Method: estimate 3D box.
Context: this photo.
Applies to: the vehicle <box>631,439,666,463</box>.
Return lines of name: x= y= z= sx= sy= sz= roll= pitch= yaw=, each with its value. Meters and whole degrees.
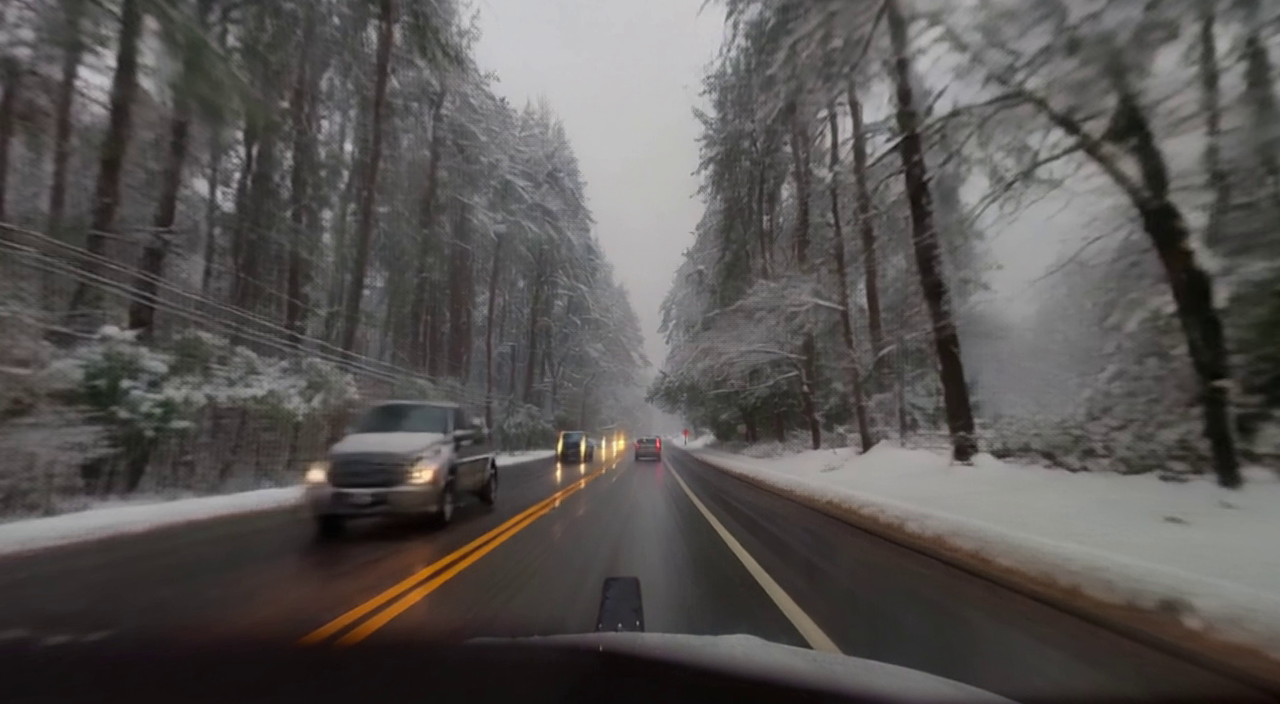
vehicle: x=0.549 y=6.291 z=40.249 sx=2.067 sy=1.486 sz=3.861 roll=0 pitch=-9 yaw=1

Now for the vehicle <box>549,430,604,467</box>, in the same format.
vehicle: x=-3.665 y=5.724 z=37.511 sx=2.461 sy=2.030 sz=5.478 roll=-1 pitch=-9 yaw=2

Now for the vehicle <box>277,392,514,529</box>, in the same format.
vehicle: x=-4.542 y=2.186 z=13.173 sx=2.479 sy=2.208 sz=5.780 roll=0 pitch=-9 yaw=2
